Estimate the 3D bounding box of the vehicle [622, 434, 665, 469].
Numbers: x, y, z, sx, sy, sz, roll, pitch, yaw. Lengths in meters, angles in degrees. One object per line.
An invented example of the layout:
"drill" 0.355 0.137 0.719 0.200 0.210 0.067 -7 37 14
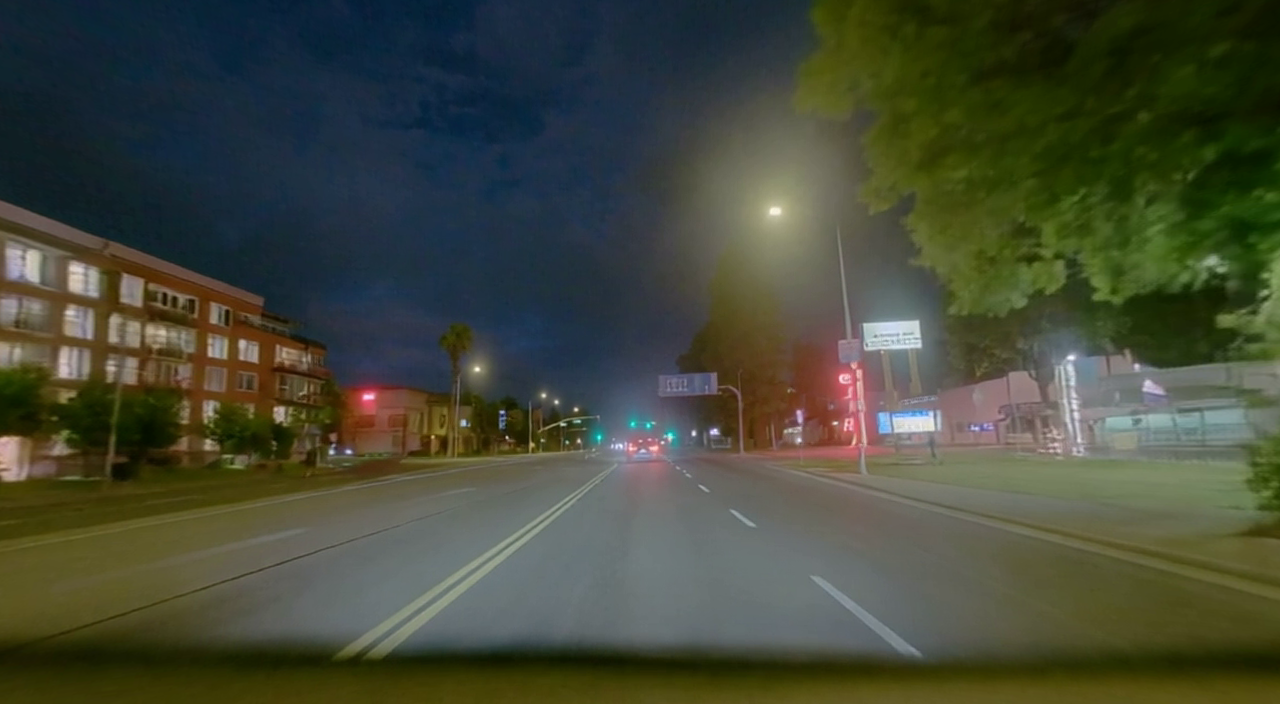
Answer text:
"vehicle" 0.262 5.579 35.492 2.235 1.719 4.292 2 -8 2
